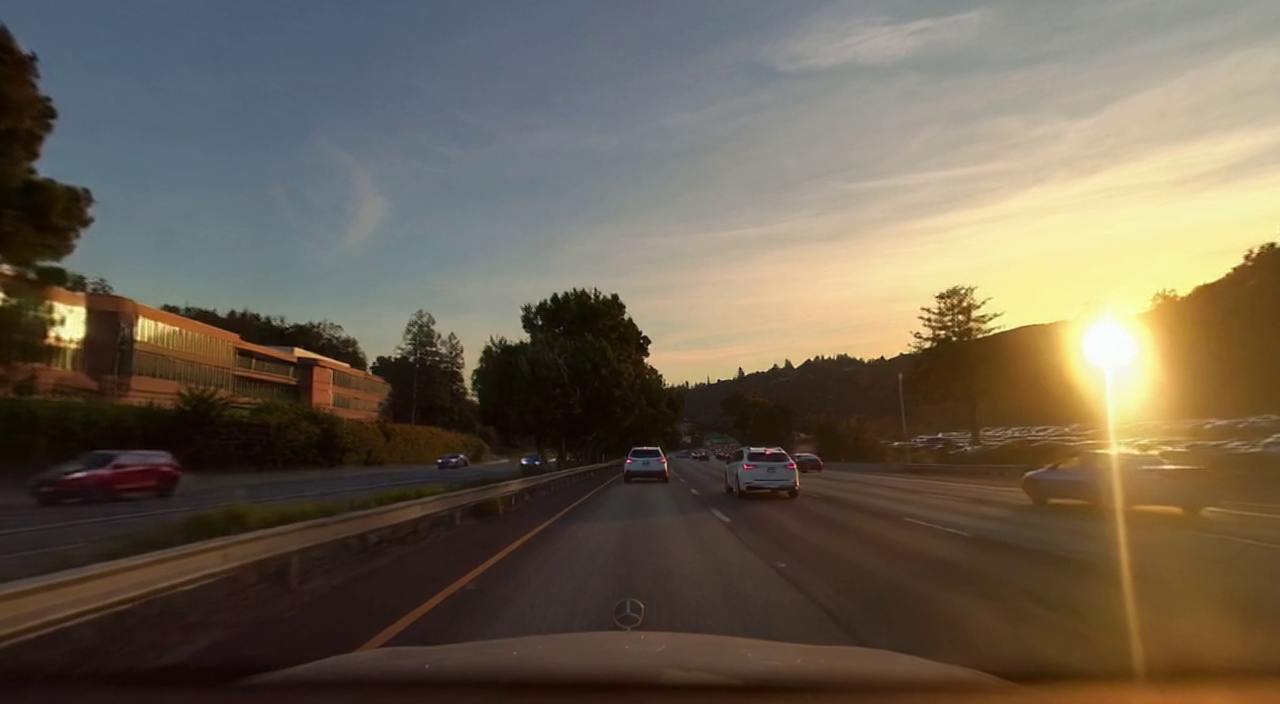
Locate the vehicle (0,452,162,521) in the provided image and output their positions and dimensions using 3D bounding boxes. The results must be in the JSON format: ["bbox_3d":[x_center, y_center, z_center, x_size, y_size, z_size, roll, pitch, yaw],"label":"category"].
[{"bbox_3d":[-17.885,4.000,19.490,2.003,1.754,5.307,0,-8,1],"label":"vehicle"}]

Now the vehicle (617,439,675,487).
[{"bbox_3d":[0.256,4.757,27.367,2.290,1.862,4.454,0,-8,1],"label":"vehicle"}]

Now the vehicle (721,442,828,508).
[{"bbox_3d":[3.562,3.315,17.523,2.042,1.592,4.047,0,-8,-1],"label":"vehicle"}]

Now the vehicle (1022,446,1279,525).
[{"bbox_3d":[10.984,2.843,14.131,2.027,1.446,4.470,0,-8,0],"label":"vehicle"}]
